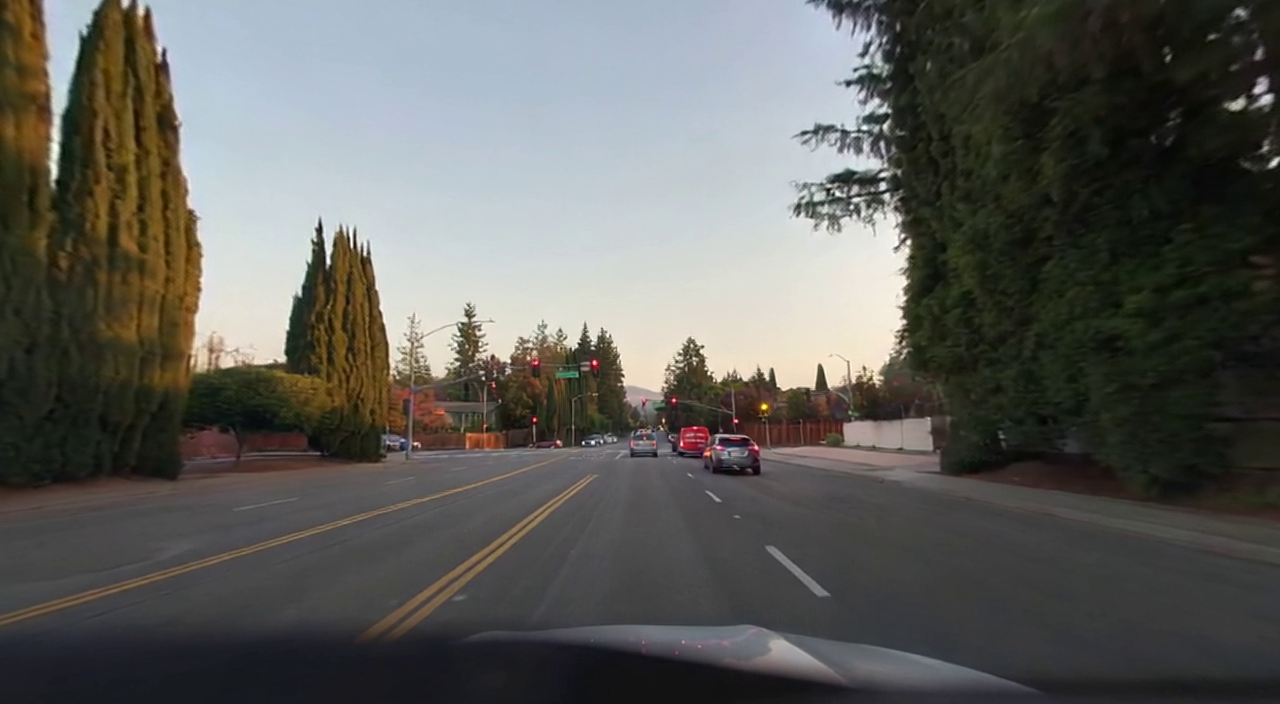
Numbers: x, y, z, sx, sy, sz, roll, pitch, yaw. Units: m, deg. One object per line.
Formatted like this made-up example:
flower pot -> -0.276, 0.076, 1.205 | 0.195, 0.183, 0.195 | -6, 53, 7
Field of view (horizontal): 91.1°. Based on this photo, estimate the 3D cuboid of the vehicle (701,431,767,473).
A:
vehicle -> 3.683, 4.012, 25.326 | 1.934, 1.506, 4.544 | 0, -8, -1

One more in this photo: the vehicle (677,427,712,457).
vehicle -> 3.623, 6.102, 42.623 | 2.059, 1.924, 4.257 | 0, -8, 0

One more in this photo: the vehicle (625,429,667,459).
vehicle -> 0.366, 5.440, 37.052 | 2.321, 1.624, 4.367 | 0, -8, 1
